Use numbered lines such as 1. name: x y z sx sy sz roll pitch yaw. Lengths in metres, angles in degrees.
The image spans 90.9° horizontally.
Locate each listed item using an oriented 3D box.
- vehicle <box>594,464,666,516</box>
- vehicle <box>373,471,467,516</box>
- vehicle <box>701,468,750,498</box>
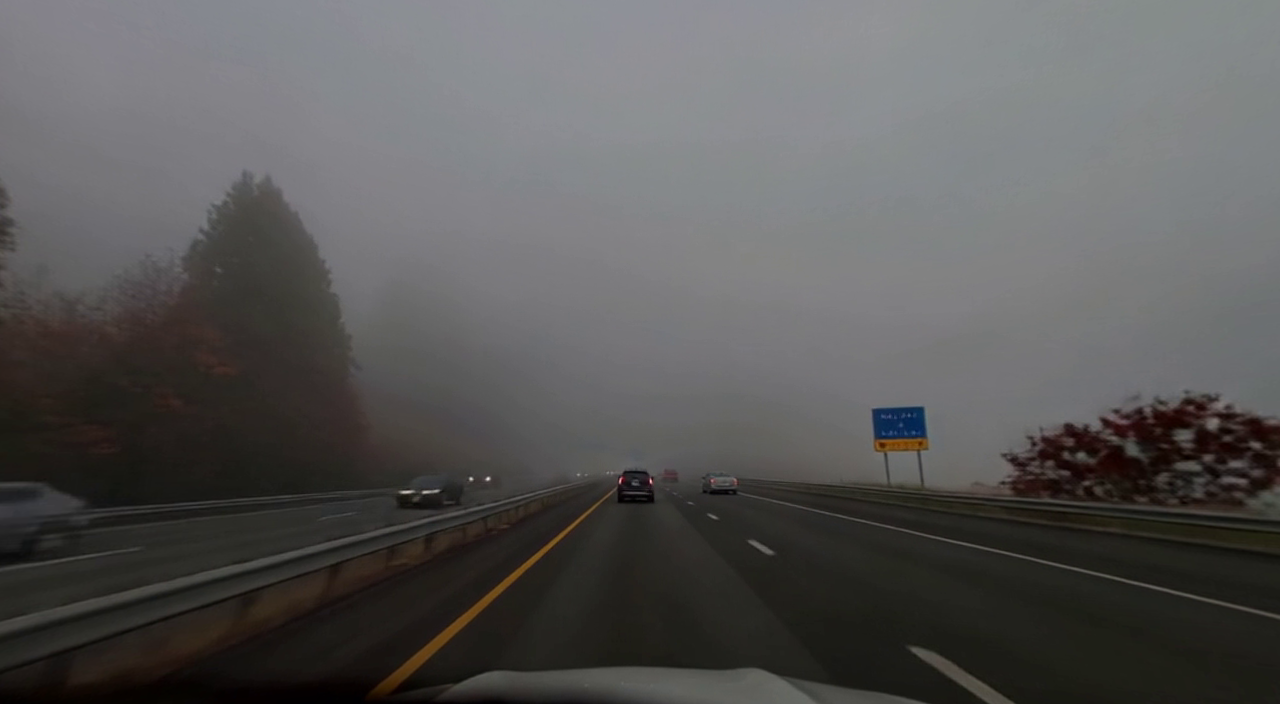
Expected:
1. vehicle: -0.287 4.323 20.057 2.060 1.473 3.726 1 -10 0
2. vehicle: -8.041 5.213 23.515 1.843 1.448 4.542 1 -10 0
3. vehicle: 4.520 6.947 33.710 1.974 1.476 4.119 1 -10 -1
